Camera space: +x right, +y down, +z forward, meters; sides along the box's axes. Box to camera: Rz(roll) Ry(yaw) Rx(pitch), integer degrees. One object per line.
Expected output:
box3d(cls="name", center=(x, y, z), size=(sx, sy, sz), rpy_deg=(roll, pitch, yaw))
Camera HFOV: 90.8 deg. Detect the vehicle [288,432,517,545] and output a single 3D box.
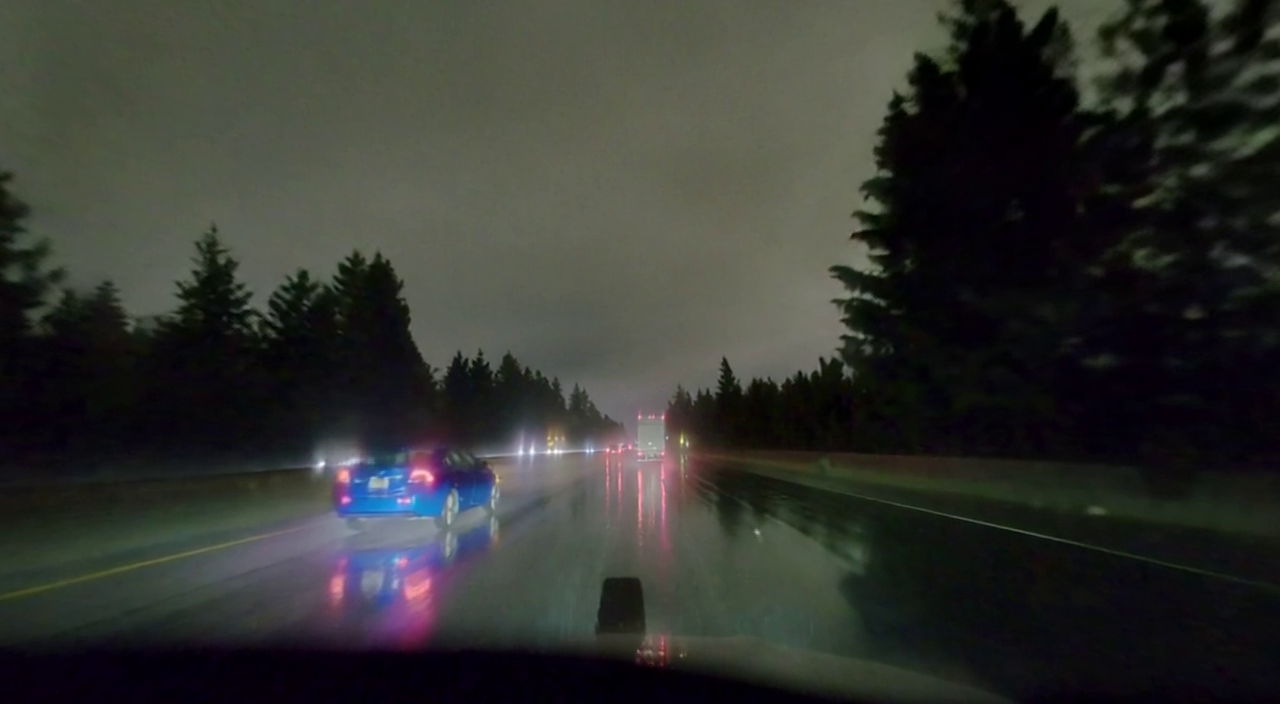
box3d(cls="vehicle", center=(-3.768, 2.273, 11.219), size=(1.999, 1.533, 4.870), rpy_deg=(-1, -9, 3))
